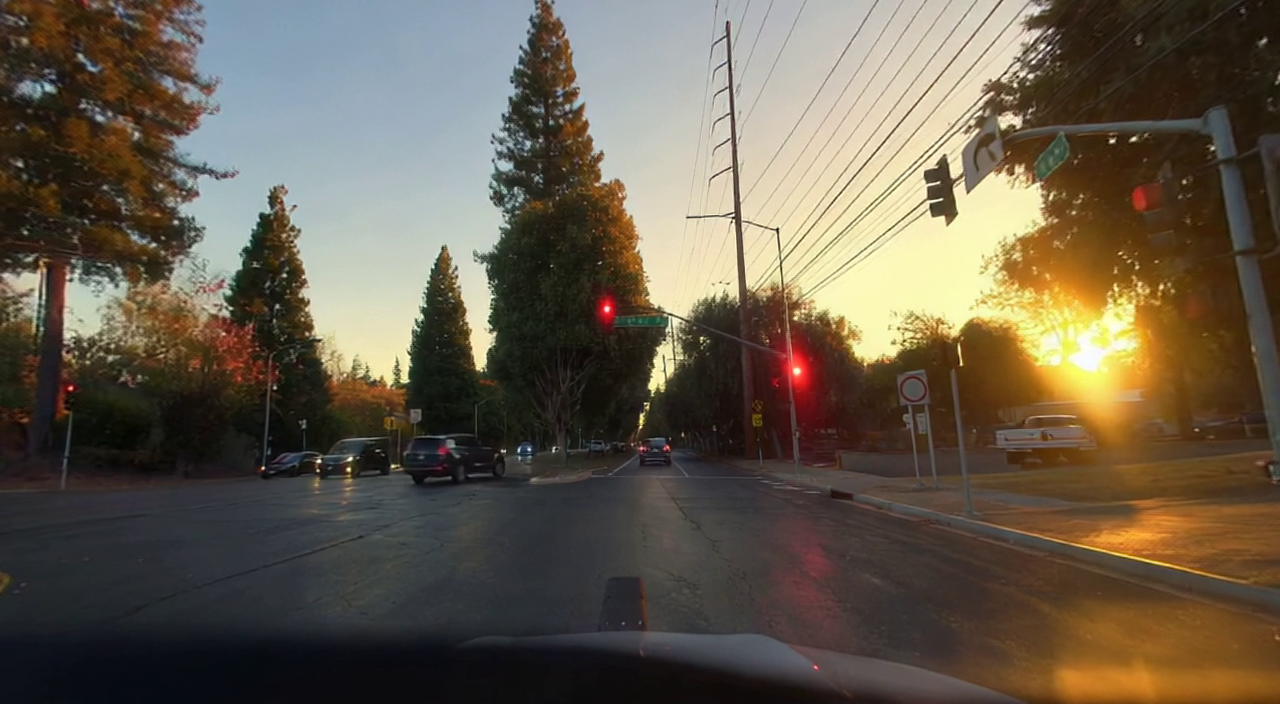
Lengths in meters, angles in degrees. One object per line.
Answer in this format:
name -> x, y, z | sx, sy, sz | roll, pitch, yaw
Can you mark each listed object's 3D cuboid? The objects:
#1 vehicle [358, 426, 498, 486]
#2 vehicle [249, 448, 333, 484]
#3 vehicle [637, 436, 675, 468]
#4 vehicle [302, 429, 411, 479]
vehicle -> -7.717, 3.836, 23.407 | 2.175, 1.957, 4.686 | -5, -10, 26
vehicle -> -17.092, 5.588, 31.009 | 1.942, 1.477, 3.957 | -4, -9, 0
vehicle -> 0.928, 5.731, 36.036 | 2.010, 1.681, 4.682 | -1, -8, 2
vehicle -> -13.113, 4.765, 29.630 | 2.350, 2.104, 5.828 | 0, -8, 1
